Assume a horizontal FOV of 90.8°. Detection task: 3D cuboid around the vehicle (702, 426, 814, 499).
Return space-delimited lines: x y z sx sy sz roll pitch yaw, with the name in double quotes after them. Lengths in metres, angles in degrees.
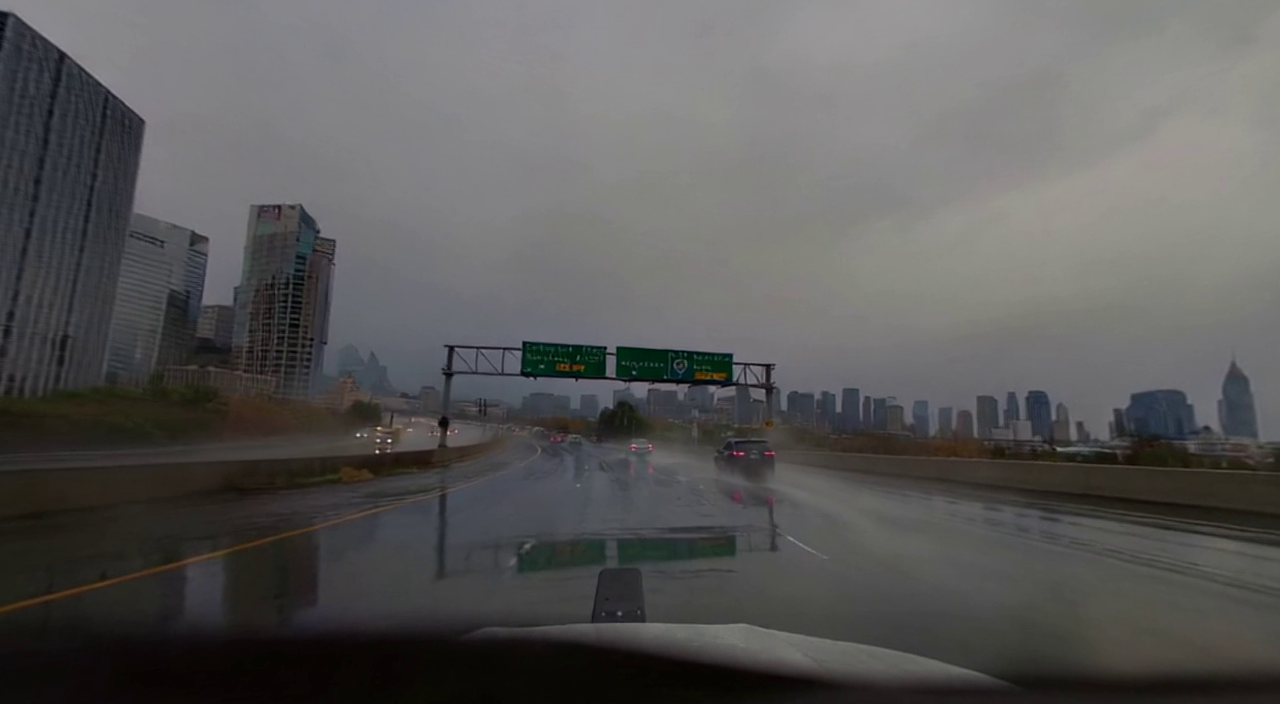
3.180 3.120 18.200 2.110 1.780 4.682 0 -9 -3 "vehicle"
